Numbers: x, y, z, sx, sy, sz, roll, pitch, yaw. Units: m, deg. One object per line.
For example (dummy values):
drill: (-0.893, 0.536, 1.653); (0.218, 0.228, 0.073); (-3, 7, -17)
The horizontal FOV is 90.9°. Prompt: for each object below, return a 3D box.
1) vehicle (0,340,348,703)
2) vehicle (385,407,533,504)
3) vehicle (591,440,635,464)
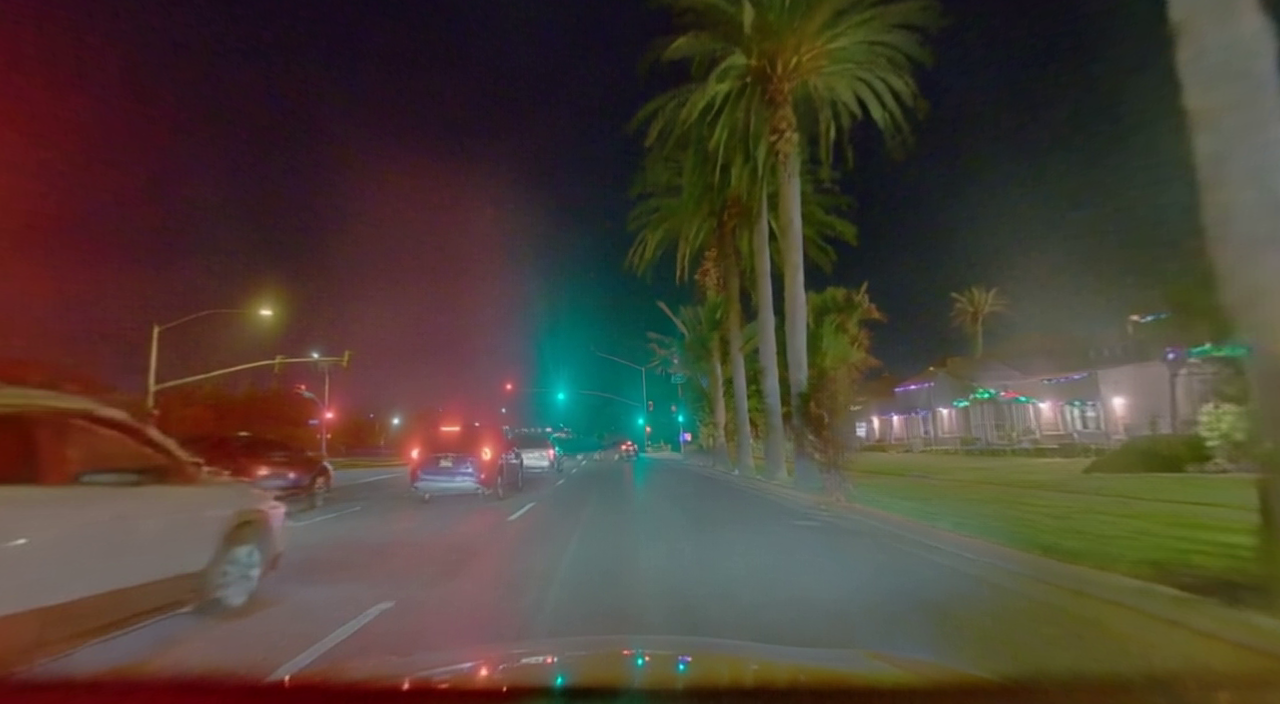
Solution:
vehicle: (-3.629, 0.851, 2.975); (2.181, 1.636, 4.504); (-1, -8, 2)
vehicle: (-4.021, 2.407, 15.073); (2.144, 1.877, 4.899); (-1, -8, -1)
vehicle: (-1.561, 5.475, 34.830); (2.131, 1.222, 3.868); (0, -8, -7)
